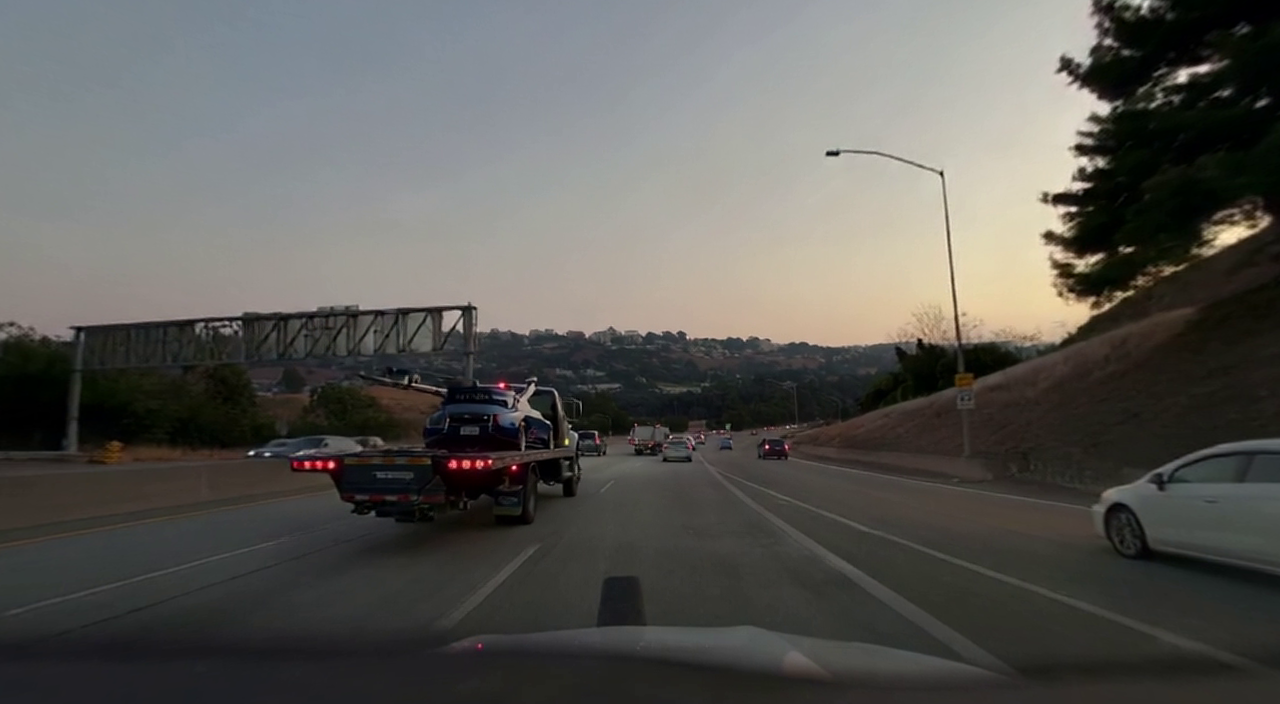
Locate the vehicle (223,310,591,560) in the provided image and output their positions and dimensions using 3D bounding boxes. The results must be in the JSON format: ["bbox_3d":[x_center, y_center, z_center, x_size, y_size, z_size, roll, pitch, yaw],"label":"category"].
[{"bbox_3d":[-3.158,1.701,12.675,3.162,2.955,10.282,0,-8,2],"label":"vehicle"}]

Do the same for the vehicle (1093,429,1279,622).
[{"bbox_3d":[5.992,1.301,4.594,2.040,1.481,4.260,1,-8,-3],"label":"vehicle"}]

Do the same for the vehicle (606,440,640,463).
[{"bbox_3d":[-1.115,6.918,43.973,2.016,1.450,4.310,-1,-8,4],"label":"vehicle"}]

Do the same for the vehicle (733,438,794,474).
[{"bbox_3d":[6.006,5.085,31.191,2.075,1.614,4.682,0,-8,0],"label":"vehicle"}]

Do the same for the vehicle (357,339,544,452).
[{"bbox_3d":[-3.147,0.982,11.698,1.893,1.674,4.766,0,-8,1],"label":"vehicle"}]

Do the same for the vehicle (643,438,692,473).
[{"bbox_3d":[1.267,4.728,29.044,2.079,1.499,3.915,0,-8,2],"label":"vehicle"}]
